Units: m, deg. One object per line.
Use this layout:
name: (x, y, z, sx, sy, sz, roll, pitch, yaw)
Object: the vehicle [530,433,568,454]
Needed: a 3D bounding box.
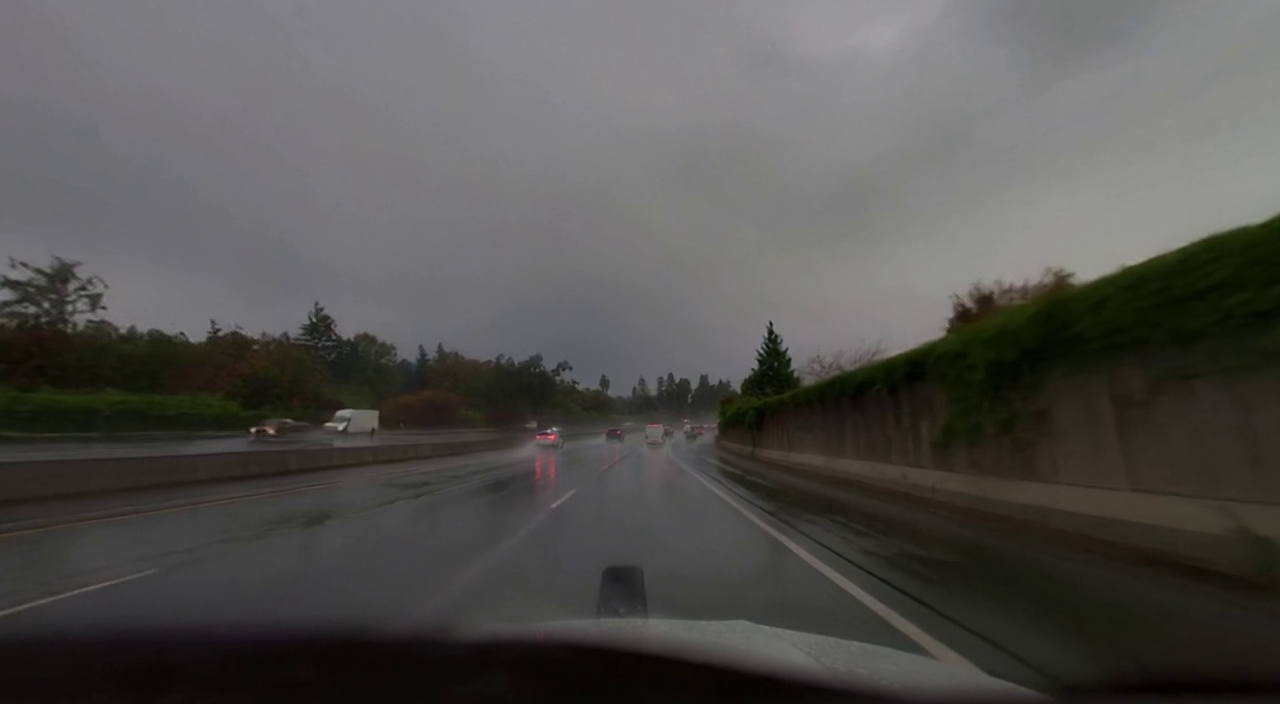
vehicle: (-6.581, 6.687, 46.105, 1.966, 1.488, 4.243, 0, -8, 3)
